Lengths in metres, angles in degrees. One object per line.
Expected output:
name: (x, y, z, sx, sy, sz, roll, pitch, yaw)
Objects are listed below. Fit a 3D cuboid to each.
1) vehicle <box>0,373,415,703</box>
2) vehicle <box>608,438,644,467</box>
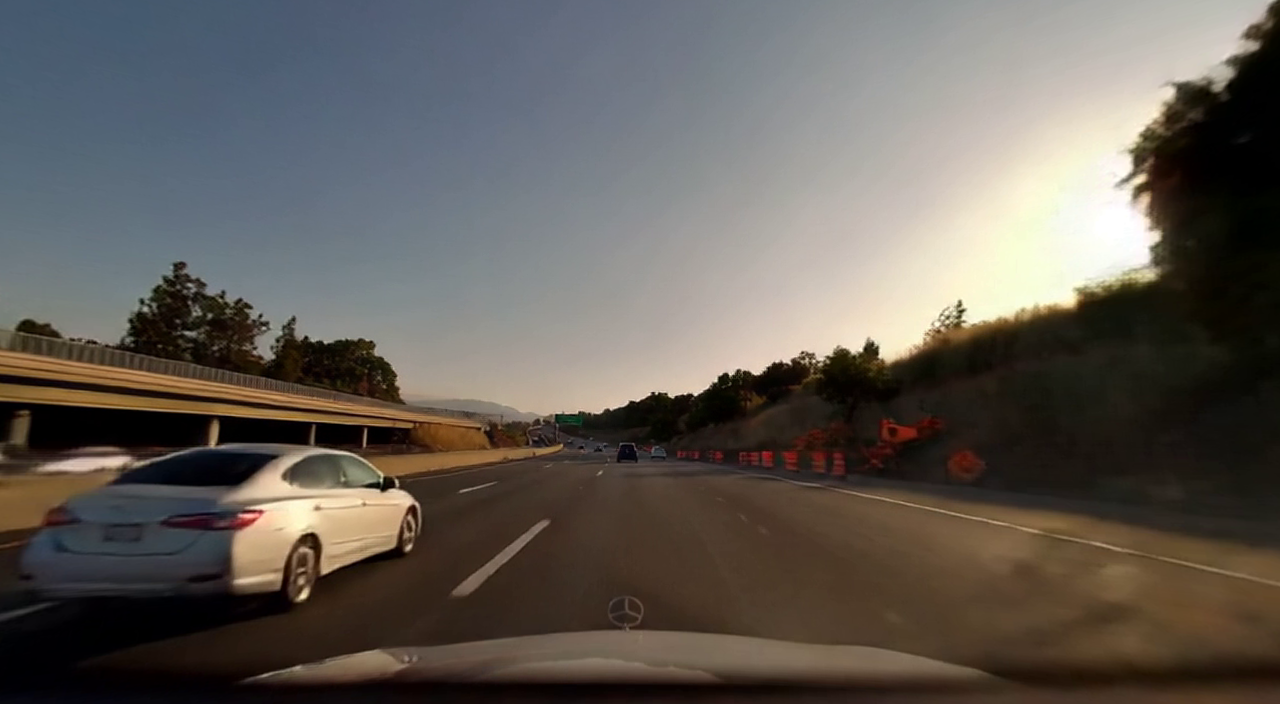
vehicle: (-3.821, 1.257, 5.255, 2.114, 1.650, 4.730, 0, -8, 0)
vehicle: (-1.001, 6.802, 42.959, 2.328, 1.805, 4.502, 0, -8, -3)
